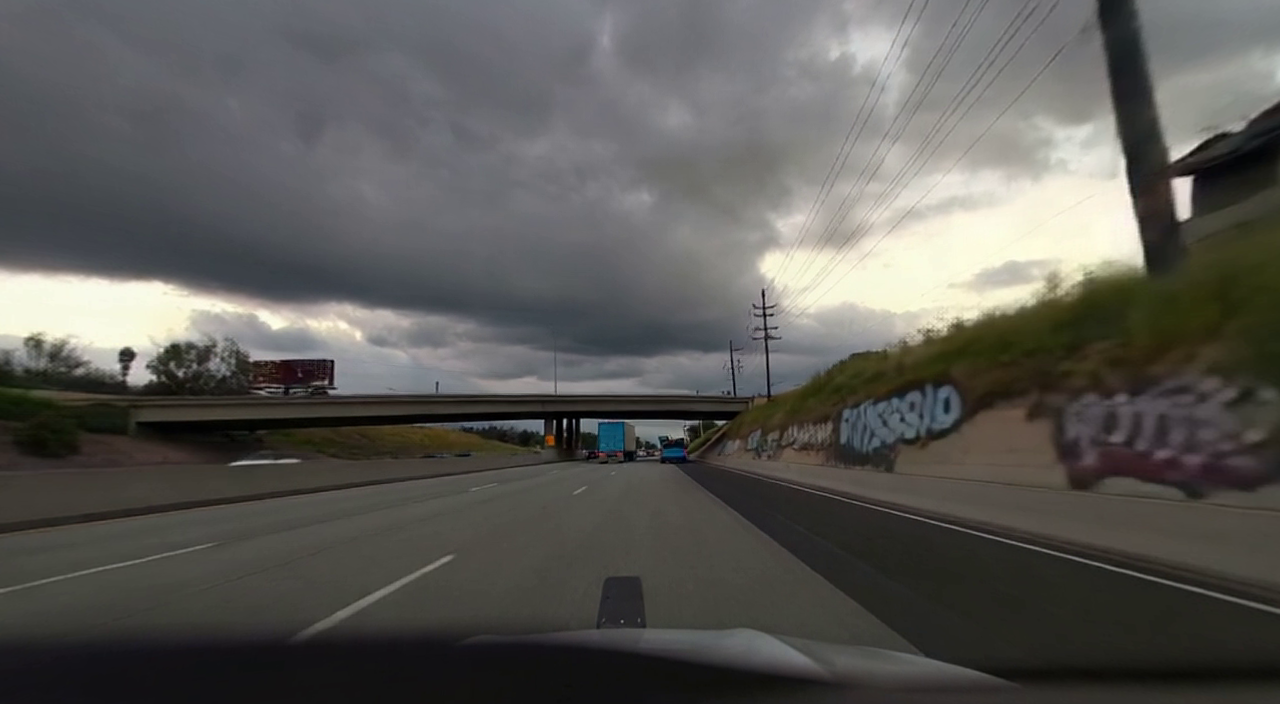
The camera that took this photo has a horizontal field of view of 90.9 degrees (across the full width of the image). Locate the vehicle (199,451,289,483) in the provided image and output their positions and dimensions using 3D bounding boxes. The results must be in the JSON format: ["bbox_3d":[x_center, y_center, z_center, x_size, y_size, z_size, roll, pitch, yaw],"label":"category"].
[{"bbox_3d":[-22.290,6.474,35.745,1.905,1.643,4.747,0,-9,2],"label":"vehicle"}]

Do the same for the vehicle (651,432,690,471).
[{"bbox_3d":[2.161,7.308,46.352,2.462,2.627,5.799,0,-9,-1],"label":"vehicle"}]
